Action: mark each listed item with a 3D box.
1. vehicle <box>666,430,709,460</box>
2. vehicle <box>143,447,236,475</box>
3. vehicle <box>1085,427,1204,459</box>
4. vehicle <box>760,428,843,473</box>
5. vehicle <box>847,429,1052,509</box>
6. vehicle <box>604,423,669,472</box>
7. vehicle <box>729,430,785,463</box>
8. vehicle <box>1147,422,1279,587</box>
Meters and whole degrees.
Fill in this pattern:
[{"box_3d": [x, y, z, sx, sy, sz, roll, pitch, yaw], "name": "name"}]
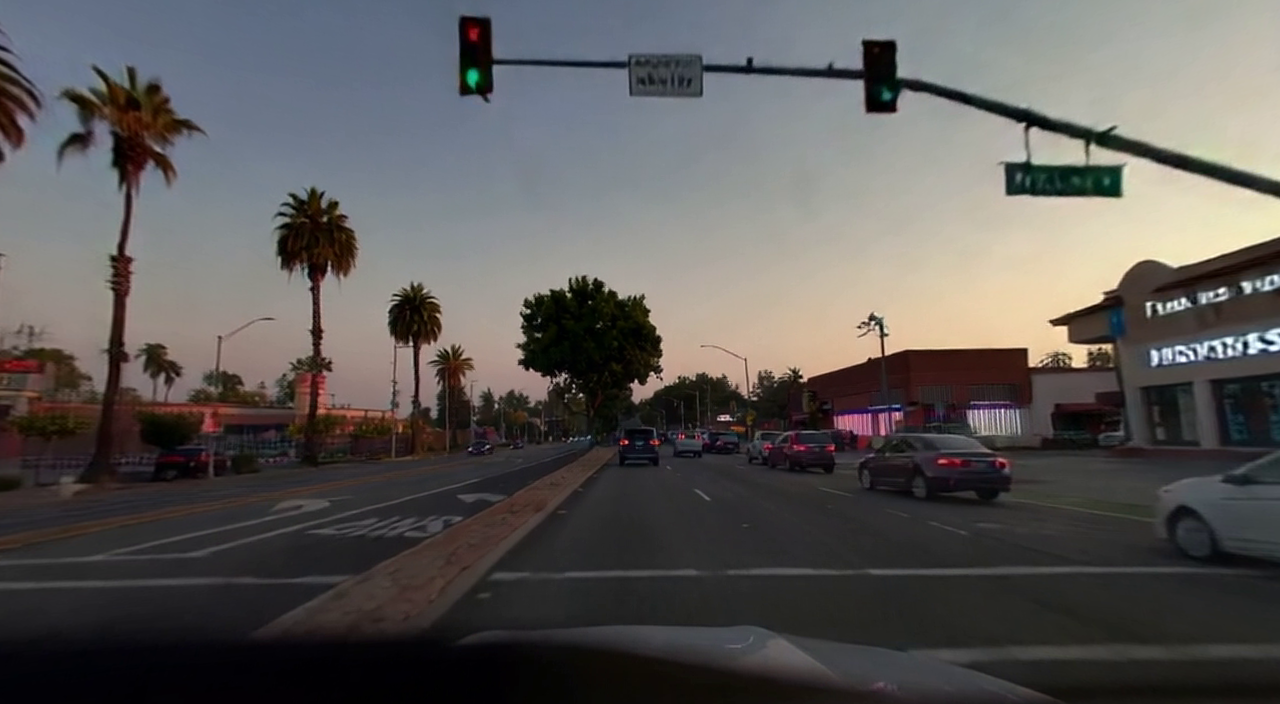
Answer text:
[{"box_3d": [2.913, 5.857, 39.854, 2.187, 1.777, 4.444, 0, -8, -2], "name": "vehicle"}, {"box_3d": [-27.884, 6.752, 39.238, 4.139, 1.702, 2.040, 0, -8, -2], "name": "vehicle"}, {"box_3d": [28.633, 5.174, 35.957, 4.839, 1.758, 2.257, 0, -8, -3], "name": "vehicle"}, {"box_3d": [6.526, 4.056, 26.167, 2.100, 1.675, 4.536, 0, -8, -2], "name": "vehicle"}, {"box_3d": [6.603, 2.550, 14.339, 2.038, 1.476, 5.032, 0, -8, -1], "name": "vehicle"}, {"box_3d": [-0.170, 3.977, 26.364, 2.428, 1.816, 4.959, 0, -8, -1], "name": "vehicle"}, {"box_3d": [6.401, 5.258, 35.143, 2.001, 1.692, 4.800, 0, -8, -2], "name": "vehicle"}, {"box_3d": [6.683, 1.241, 4.799, 1.902, 1.461, 4.428, 0, -8, -2], "name": "vehicle"}]
